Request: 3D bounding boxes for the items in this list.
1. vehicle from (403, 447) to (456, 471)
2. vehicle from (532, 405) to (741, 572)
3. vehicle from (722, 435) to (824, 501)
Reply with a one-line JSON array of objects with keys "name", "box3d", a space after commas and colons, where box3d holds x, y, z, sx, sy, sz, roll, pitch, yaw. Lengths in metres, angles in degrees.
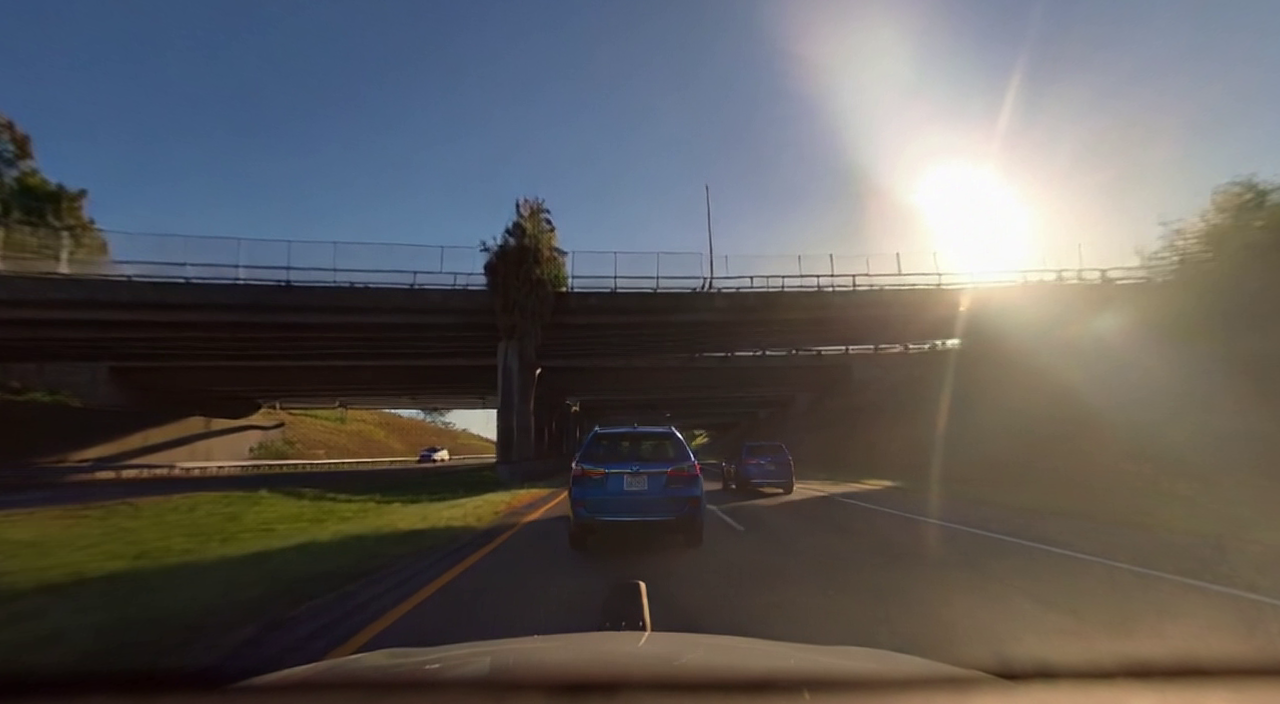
[{"name": "vehicle", "box3d": [-13.596, 6.917, 40.910, 2.006, 1.459, 4.251, 0, -9, 0]}, {"name": "vehicle", "box3d": [-0.041, 1.823, 9.055, 2.288, 1.823, 4.059, 0, -9, 0]}, {"name": "vehicle", "box3d": [3.897, 3.503, 19.367, 2.043, 1.767, 4.620, 0, -9, -1]}]
